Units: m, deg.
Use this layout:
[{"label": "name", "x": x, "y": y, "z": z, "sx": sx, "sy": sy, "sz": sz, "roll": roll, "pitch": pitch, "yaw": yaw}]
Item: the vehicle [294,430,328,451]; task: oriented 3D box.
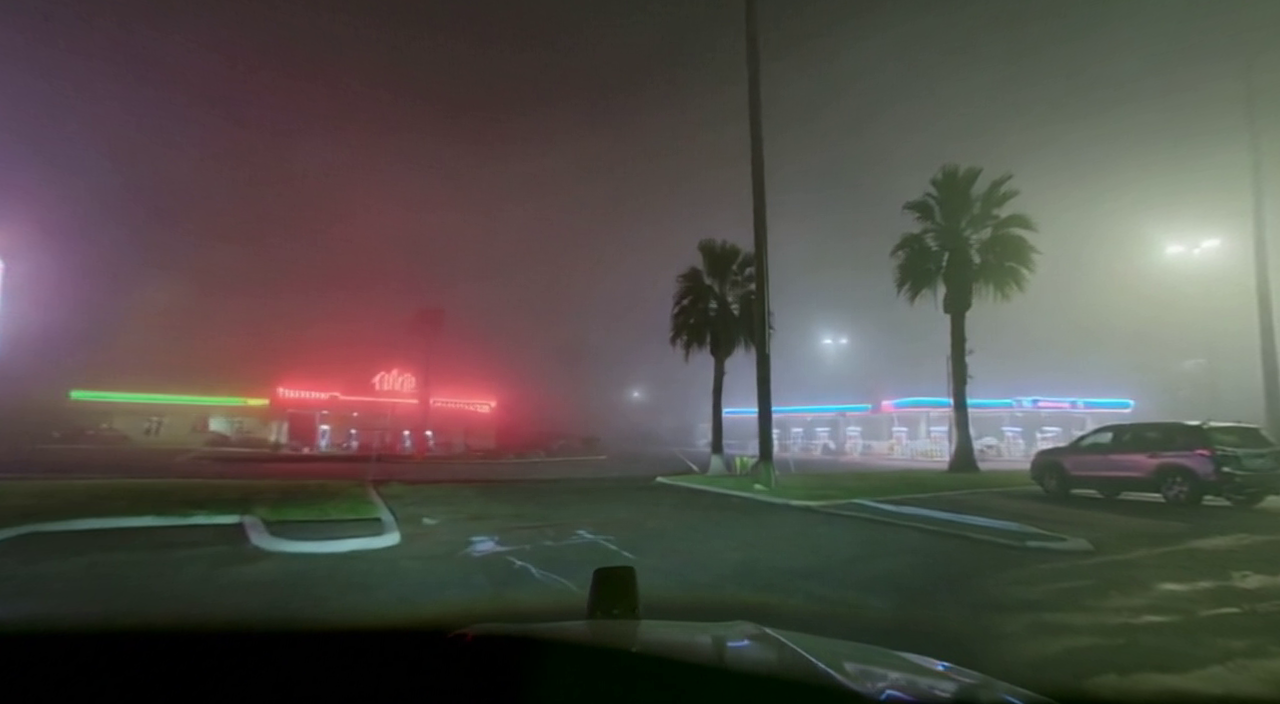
[{"label": "vehicle", "x": -24.689, "y": 6.648, "z": 47.517, "sx": 1.901, "sy": 1.463, "sz": 3.948, "roll": 3, "pitch": -9, "yaw": -22}]

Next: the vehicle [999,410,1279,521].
[{"label": "vehicle", "x": 10.483, "y": 2.286, "z": 13.267, "sx": 2.028, "sy": 1.850, "sz": 4.731, "roll": 4, "pitch": -9, "yaw": -24}]
